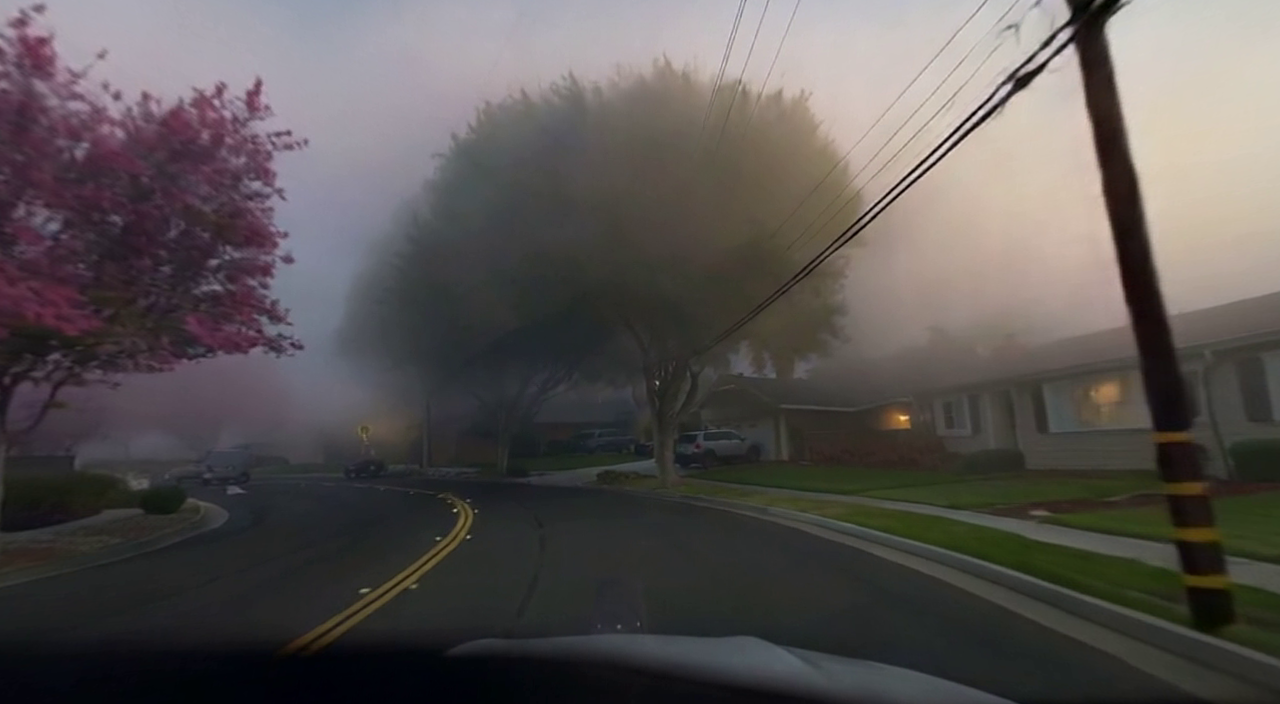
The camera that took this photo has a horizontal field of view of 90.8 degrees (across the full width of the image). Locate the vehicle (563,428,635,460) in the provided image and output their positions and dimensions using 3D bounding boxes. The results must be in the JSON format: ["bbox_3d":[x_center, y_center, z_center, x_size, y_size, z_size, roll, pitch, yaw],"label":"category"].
[{"bbox_3d":[-2.423,5.625,38.648,2.043,1.819,4.476,-6,-11,34],"label":"vehicle"}]

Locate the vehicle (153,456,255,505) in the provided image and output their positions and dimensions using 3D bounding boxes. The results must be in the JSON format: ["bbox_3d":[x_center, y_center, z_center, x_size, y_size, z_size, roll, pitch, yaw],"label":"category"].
[{"bbox_3d":[-16.785,4.860,24.288,3.897,1.493,1.942,-5,-7,35],"label":"vehicle"}]

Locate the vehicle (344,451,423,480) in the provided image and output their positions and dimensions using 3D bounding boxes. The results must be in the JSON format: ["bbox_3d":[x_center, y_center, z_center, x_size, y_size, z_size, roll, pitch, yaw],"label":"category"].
[{"bbox_3d":[-13.934,6.113,34.299,4.019,1.484,1.978,-6,-11,34],"label":"vehicle"}]

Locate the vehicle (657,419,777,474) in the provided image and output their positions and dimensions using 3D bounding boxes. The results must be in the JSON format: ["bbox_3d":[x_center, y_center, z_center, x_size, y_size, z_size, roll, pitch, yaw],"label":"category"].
[{"bbox_3d":[3.201,3.880,26.151,4.459,1.738,1.930,-2,-7,-27],"label":"vehicle"}]

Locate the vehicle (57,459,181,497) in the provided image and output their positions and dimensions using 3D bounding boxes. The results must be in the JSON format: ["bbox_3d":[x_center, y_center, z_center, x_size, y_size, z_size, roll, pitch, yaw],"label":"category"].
[{"bbox_3d":[-22.973,5.547,27.894,4.348,1.440,2.040,-4,-9,17],"label":"vehicle"}]
